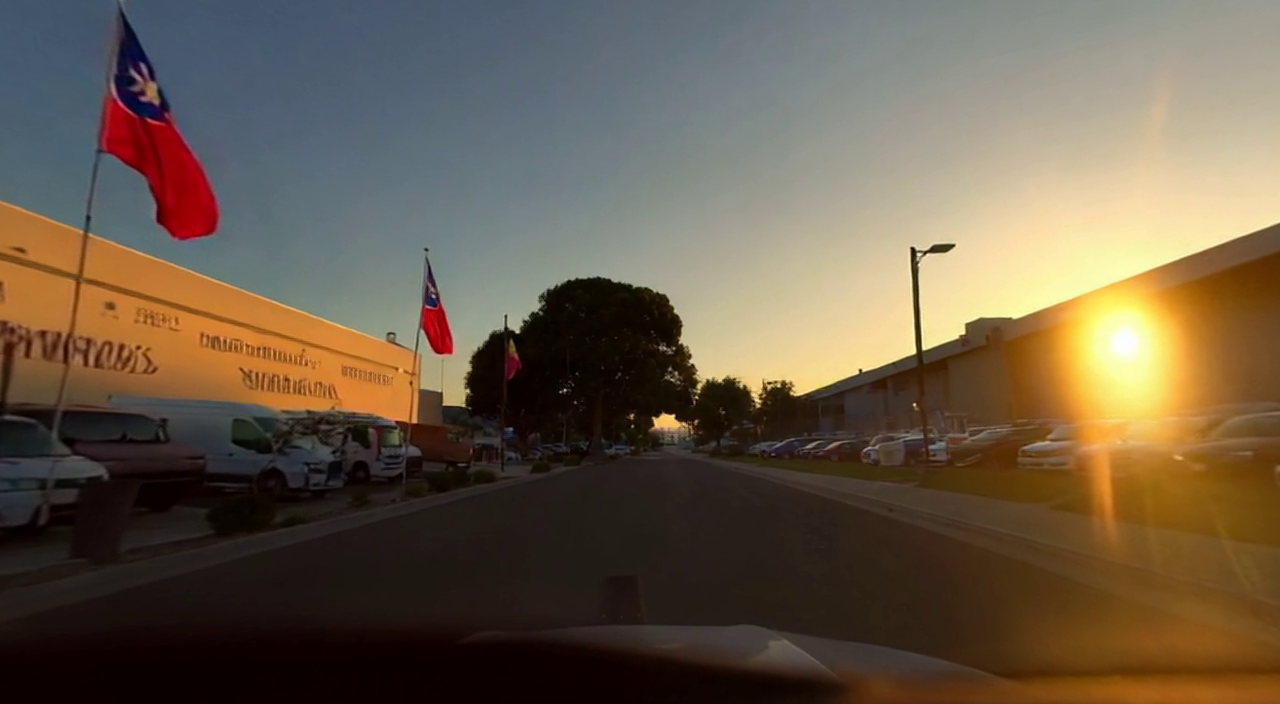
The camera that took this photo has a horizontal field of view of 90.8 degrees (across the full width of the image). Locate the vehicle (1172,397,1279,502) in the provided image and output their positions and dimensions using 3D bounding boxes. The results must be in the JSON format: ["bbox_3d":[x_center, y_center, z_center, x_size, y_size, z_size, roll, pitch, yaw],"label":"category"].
[{"bbox_3d":[12.342,1.742,11.477,4.766,1.676,2.167,4,-9,-26],"label":"vehicle"}]

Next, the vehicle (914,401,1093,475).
[{"bbox_3d":[12.283,2.901,21.249,6.017,2.202,2.328,4,-10,-29],"label":"vehicle"}]

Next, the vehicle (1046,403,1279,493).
[{"bbox_3d":[12.178,2.175,14.478,5.427,1.722,2.235,4,-9,-27],"label":"vehicle"}]

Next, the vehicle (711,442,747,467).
[{"bbox_3d":[6.299,7.283,45.139,2.026,1.659,4.314,0,-8,2],"label":"vehicle"}]
